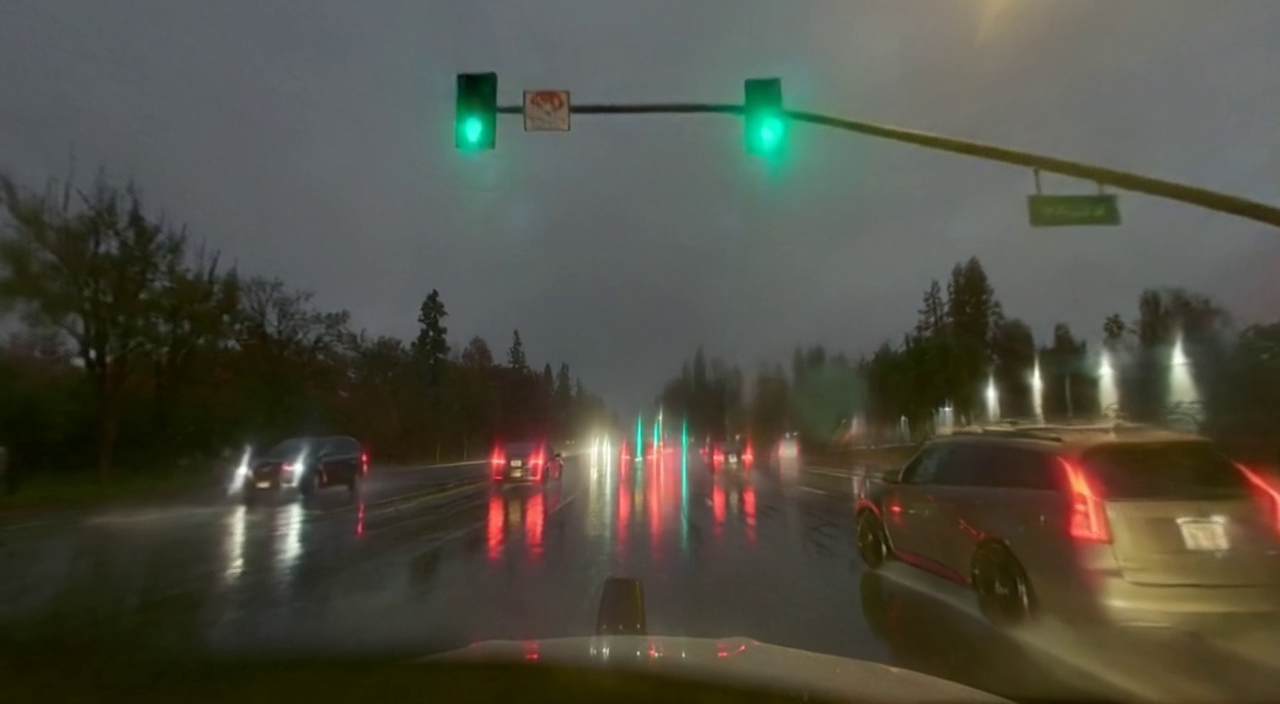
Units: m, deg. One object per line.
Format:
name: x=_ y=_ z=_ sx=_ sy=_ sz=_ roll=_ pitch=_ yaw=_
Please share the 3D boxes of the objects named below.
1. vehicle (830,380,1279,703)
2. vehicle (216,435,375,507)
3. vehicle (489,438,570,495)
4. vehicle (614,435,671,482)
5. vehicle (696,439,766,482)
vehicle: x=3.457 y=1.307 z=5.585 sx=2.069 sy=1.644 sz=4.714 roll=0 pitch=-8 yaw=0
vehicle: x=-9.491 y=3.281 z=17.909 sx=2.045 sy=1.730 sz=4.375 roll=0 pitch=-8 yaw=0
vehicle: x=-3.381 y=3.566 z=20.094 sx=1.823 sy=1.602 sz=4.061 roll=0 pitch=-8 yaw=0
vehicle: x=0.063 y=4.303 z=25.794 sx=2.150 sy=1.725 sz=4.096 roll=0 pitch=-8 yaw=-1
vehicle: x=3.481 y=4.251 z=24.989 sx=2.068 sy=1.541 sz=4.041 roll=0 pitch=-8 yaw=-1
